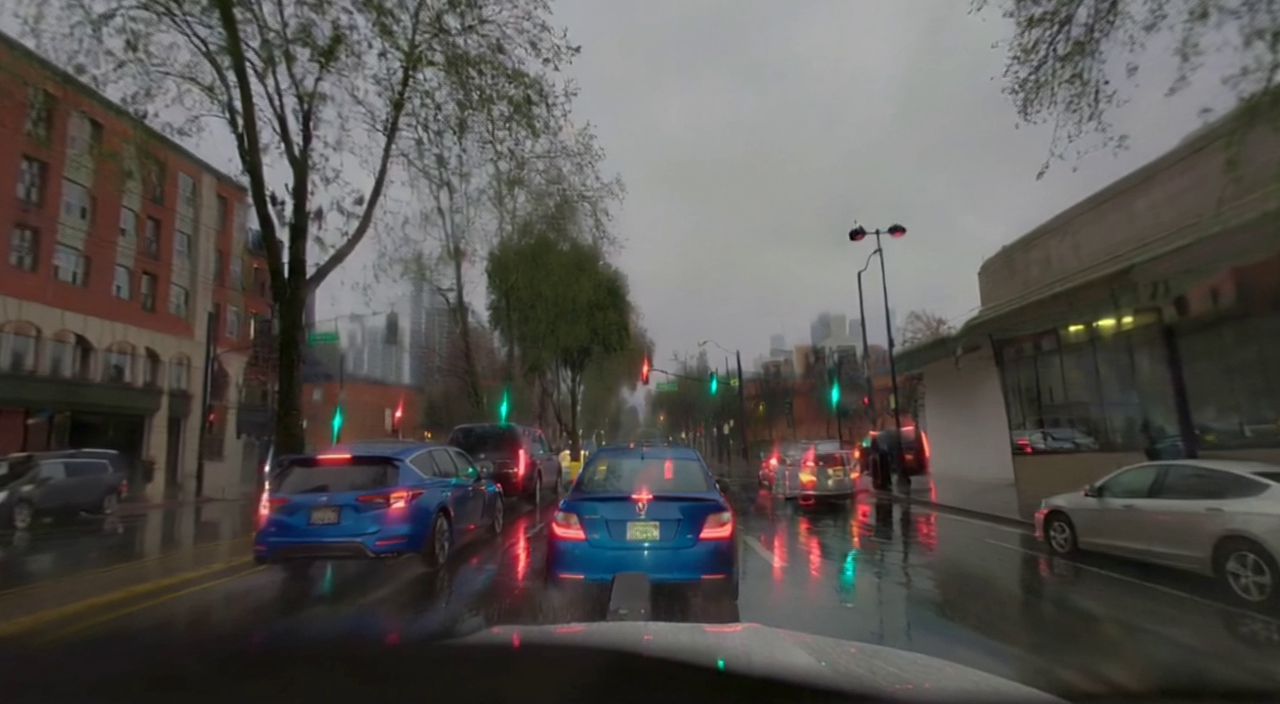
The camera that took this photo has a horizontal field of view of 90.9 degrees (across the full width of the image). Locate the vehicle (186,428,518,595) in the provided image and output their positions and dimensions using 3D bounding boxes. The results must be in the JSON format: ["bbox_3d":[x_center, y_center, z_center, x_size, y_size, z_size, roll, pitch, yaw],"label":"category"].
[{"bbox_3d":[-3.006,1.755,7.805,2.131,1.486,4.089,0,-9,1],"label":"vehicle"}]

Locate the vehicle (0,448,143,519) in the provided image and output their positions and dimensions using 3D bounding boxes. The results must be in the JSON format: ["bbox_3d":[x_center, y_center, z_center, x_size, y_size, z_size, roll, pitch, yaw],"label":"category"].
[{"bbox_3d":[-16.238,3.444,17.007,1.914,1.690,4.461,0,-9,1],"label":"vehicle"}]

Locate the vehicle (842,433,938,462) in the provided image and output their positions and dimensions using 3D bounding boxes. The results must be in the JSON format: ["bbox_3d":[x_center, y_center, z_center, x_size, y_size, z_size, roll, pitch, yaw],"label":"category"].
[{"bbox_3d":[16.357,6.272,41.512,5.345,1.811,2.175,0,-9,-1],"label":"vehicle"}]

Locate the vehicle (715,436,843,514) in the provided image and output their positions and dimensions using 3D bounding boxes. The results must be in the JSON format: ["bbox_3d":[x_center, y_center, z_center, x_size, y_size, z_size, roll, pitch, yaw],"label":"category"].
[{"bbox_3d":[2.986,2.736,14.497,2.018,1.529,3.880,0,-9,0],"label":"vehicle"}]

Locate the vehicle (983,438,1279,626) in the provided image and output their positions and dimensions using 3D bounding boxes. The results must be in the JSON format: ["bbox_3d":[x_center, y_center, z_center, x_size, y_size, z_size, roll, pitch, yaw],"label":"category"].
[{"bbox_3d":[5.964,1.702,6.879,1.873,1.453,4.579,0,-9,0],"label":"vehicle"}]

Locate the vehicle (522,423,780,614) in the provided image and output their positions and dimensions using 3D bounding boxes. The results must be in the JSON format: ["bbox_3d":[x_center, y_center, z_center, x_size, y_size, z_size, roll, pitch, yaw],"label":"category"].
[{"bbox_3d":[0.081,1.586,6.826,2.022,1.481,3.564,0,-9,0],"label":"vehicle"}]
